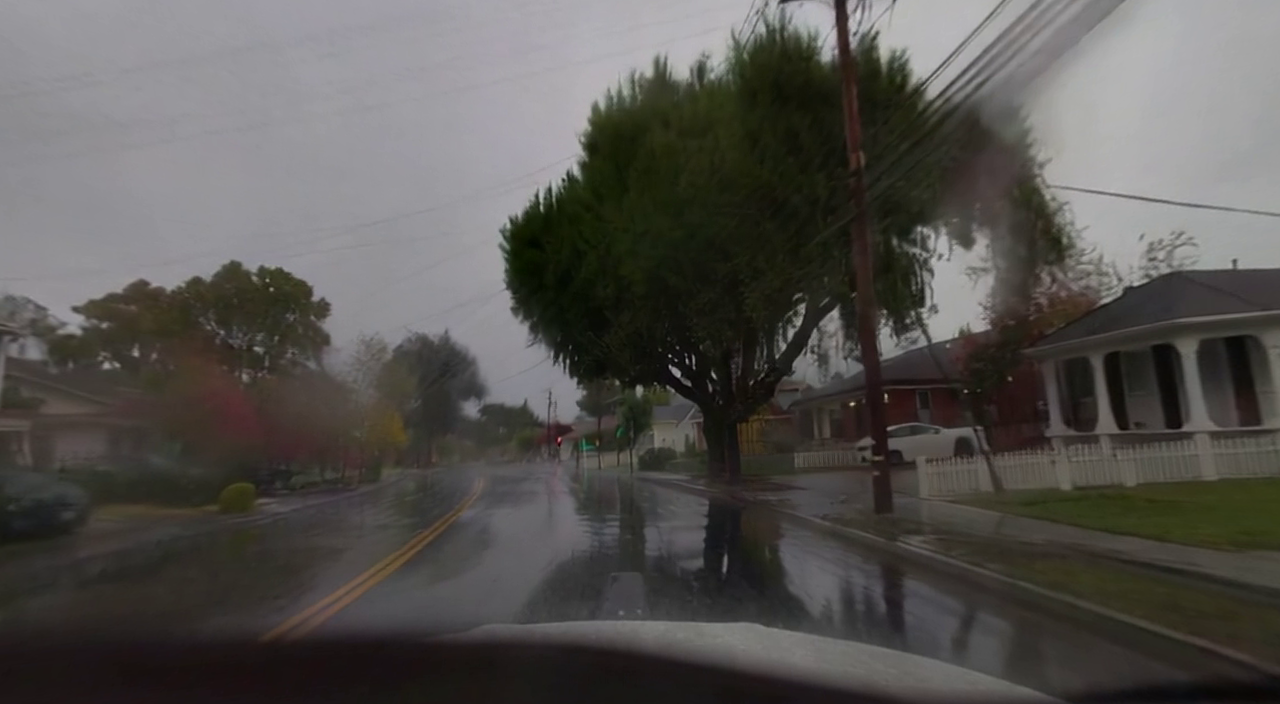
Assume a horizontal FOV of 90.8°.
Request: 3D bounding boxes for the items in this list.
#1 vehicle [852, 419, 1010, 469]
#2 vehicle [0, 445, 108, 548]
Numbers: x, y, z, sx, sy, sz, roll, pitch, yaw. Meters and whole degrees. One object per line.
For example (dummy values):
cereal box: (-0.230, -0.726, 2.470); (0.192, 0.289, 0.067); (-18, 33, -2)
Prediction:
vehicle: (10.084, 3.242, 22.235); (4.566, 1.623, 1.906); (-1, -8, 5)
vehicle: (-13.152, 2.668, 11.984); (4.321, 1.772, 2.161); (-1, -8, 7)
